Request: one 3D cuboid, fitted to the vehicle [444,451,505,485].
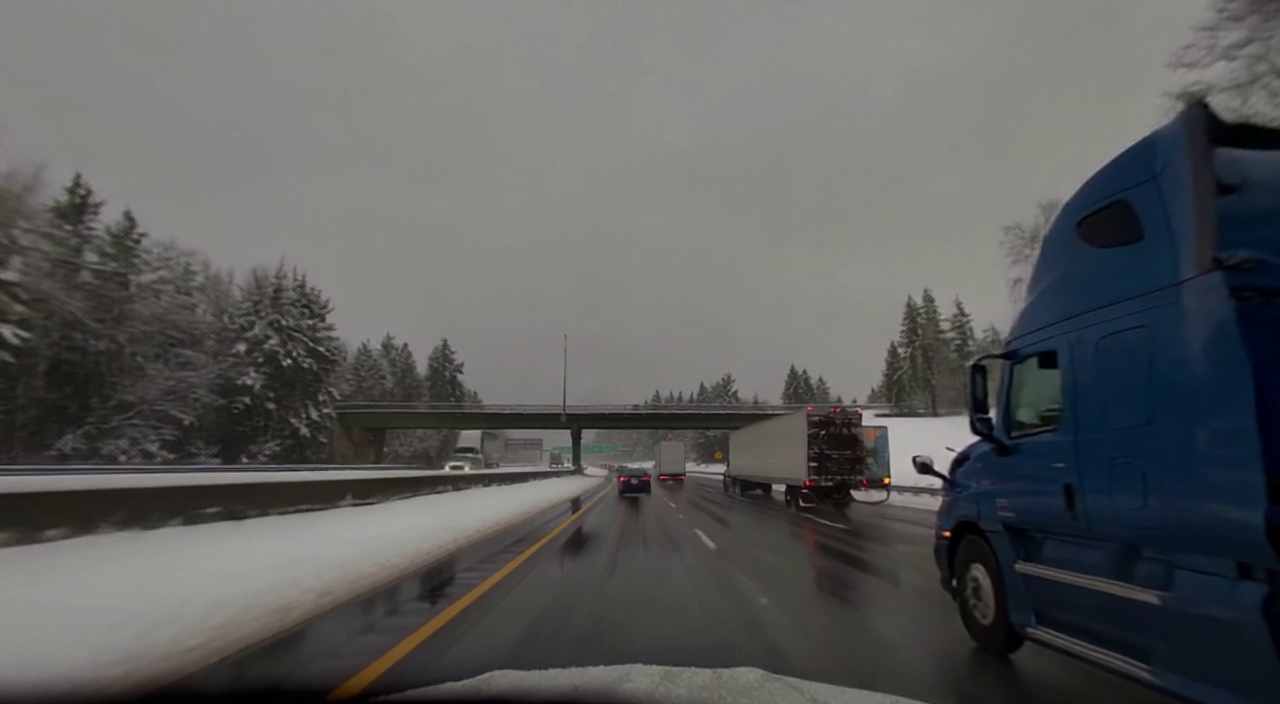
[{"bbox_3d":[-8.915,6.358,34.447,1.963,1.668,4.888,1,-11,0],"label":"vehicle"}]

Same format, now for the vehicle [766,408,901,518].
[{"bbox_3d":[7.393,4.521,25.574,2.839,3.684,8.091,1,-11,0],"label":"vehicle"}]

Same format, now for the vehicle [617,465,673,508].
[{"bbox_3d":[0.183,5.343,25.271,2.067,1.552,3.601,1,-11,0],"label":"vehicle"}]
